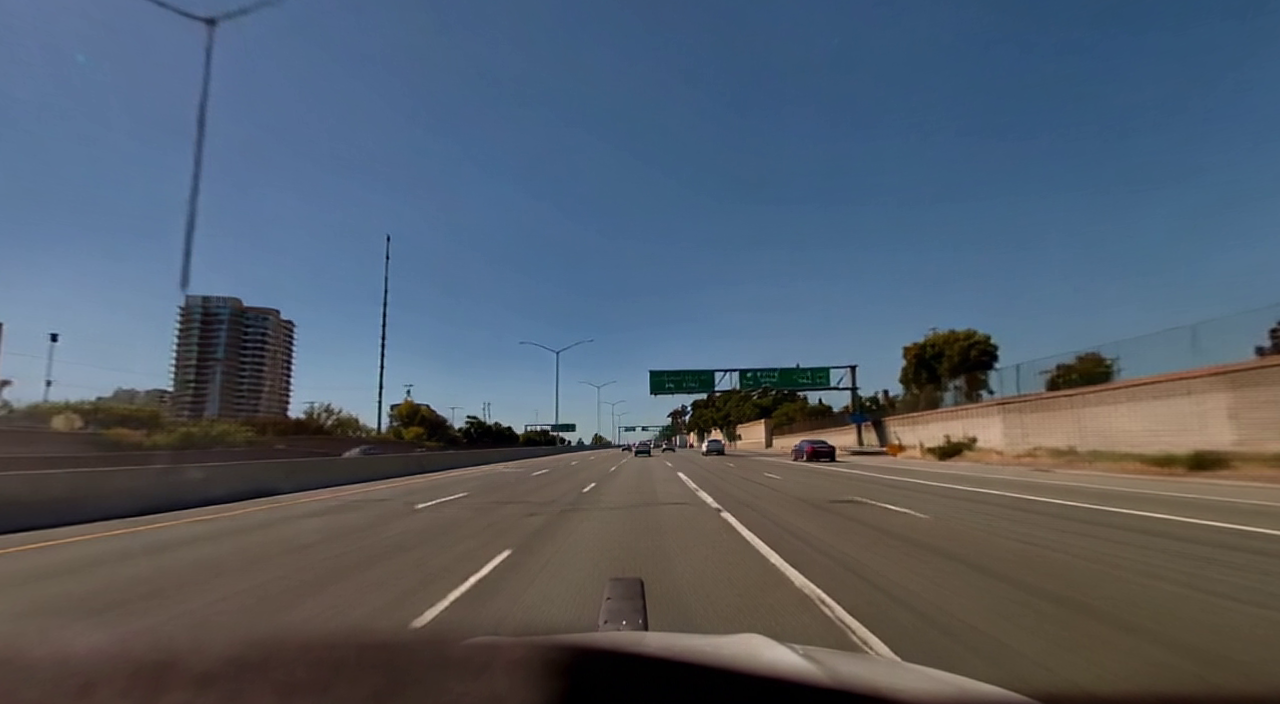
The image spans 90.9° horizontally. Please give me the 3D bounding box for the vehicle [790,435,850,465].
[{"bbox_3d":[10.011,5.486,35.437,2.000,1.514,4.585,0,-8,-1],"label":"vehicle"}]
